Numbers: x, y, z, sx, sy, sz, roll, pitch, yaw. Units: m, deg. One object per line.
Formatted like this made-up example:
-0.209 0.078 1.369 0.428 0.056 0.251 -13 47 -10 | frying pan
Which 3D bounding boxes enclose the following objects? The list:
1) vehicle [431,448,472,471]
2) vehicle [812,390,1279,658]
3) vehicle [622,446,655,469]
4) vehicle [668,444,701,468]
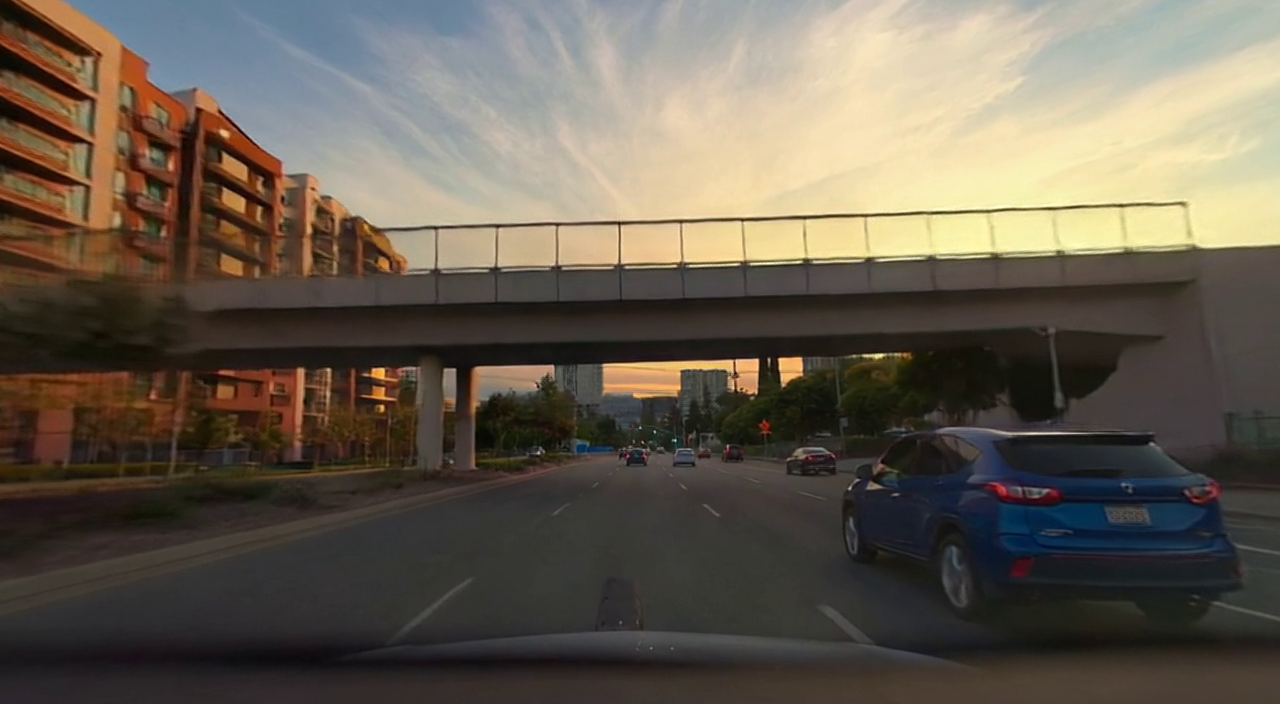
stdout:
-14.122 8.062 47.535 1.812 1.511 4.123 -1 -7 0 | vehicle
3.493 1.477 6.554 2.130 1.741 4.665 0 -9 1 | vehicle
-0.089 7.400 44.553 2.173 1.498 4.528 0 -9 0 | vehicle
3.364 7.913 48.233 2.165 1.708 3.928 0 -9 -1 | vehicle
